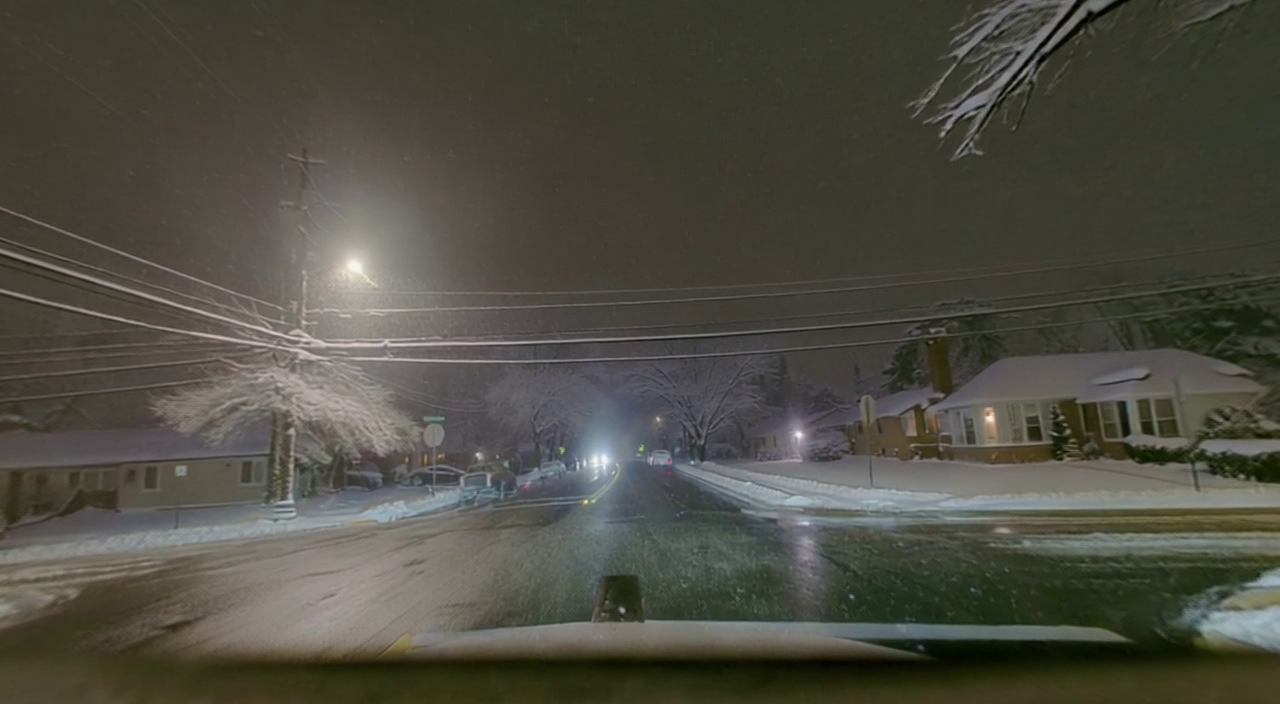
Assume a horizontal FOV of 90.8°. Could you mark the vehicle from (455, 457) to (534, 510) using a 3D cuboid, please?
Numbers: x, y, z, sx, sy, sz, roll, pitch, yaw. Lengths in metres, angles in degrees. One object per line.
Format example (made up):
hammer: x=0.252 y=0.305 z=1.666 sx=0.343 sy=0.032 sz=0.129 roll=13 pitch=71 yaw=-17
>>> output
vehicle: x=-6.205 y=5.645 z=27.526 sx=2.149 sy=1.823 sz=4.613 roll=-6 pitch=-9 yaw=1

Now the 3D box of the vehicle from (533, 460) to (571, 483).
vehicle: x=-6.543 y=8.939 z=47.440 sx=2.133 sy=1.525 sz=4.401 roll=-4 pitch=-10 yaw=0

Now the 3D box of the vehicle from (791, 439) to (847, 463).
vehicle: x=12.416 y=6.910 z=43.999 sx=3.563 sy=1.551 sz=1.916 roll=-2 pitch=-9 yaw=12

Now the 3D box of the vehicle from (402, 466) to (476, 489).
vehicle: x=-14.207 y=8.877 z=44.678 sx=4.601 sy=1.486 sz=1.876 roll=-2 pitch=-9 yaw=12
